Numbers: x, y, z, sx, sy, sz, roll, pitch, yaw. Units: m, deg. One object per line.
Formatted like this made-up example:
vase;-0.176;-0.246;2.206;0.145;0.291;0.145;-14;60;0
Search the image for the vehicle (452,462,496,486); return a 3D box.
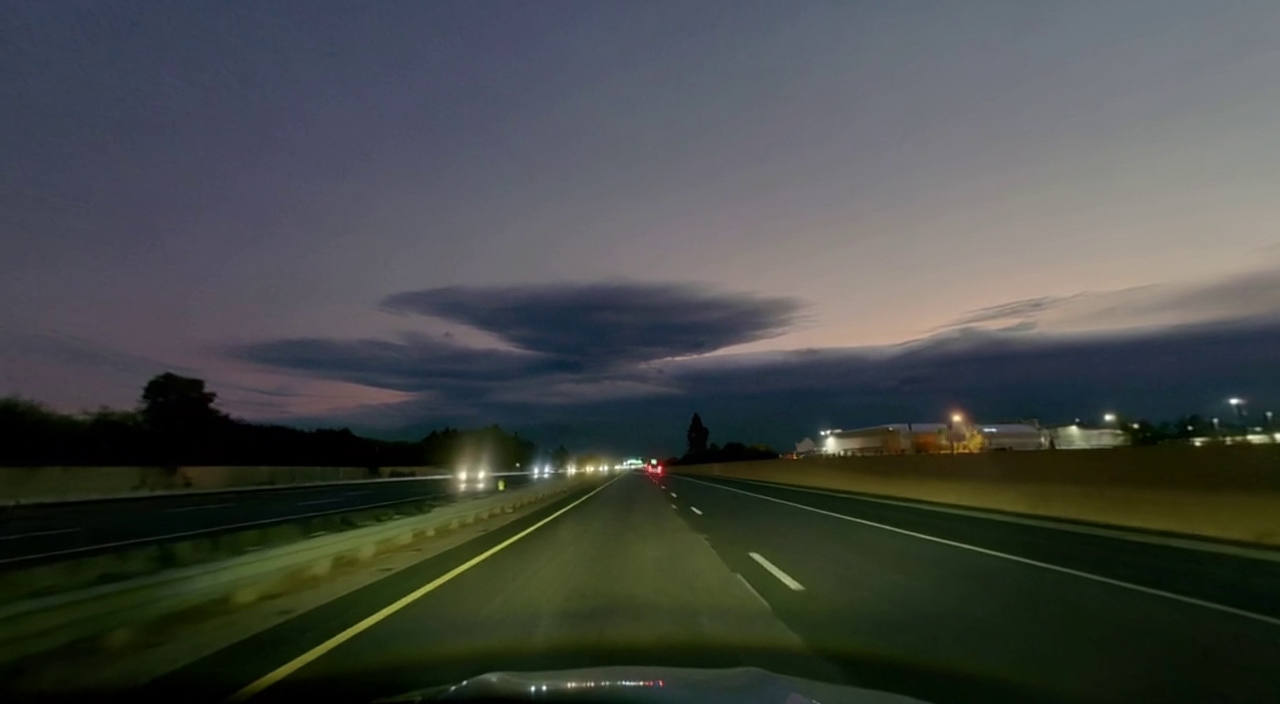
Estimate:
vehicle;-11.479;8.458;43.906;1.908;1.534;4.313;1;-10;-1
